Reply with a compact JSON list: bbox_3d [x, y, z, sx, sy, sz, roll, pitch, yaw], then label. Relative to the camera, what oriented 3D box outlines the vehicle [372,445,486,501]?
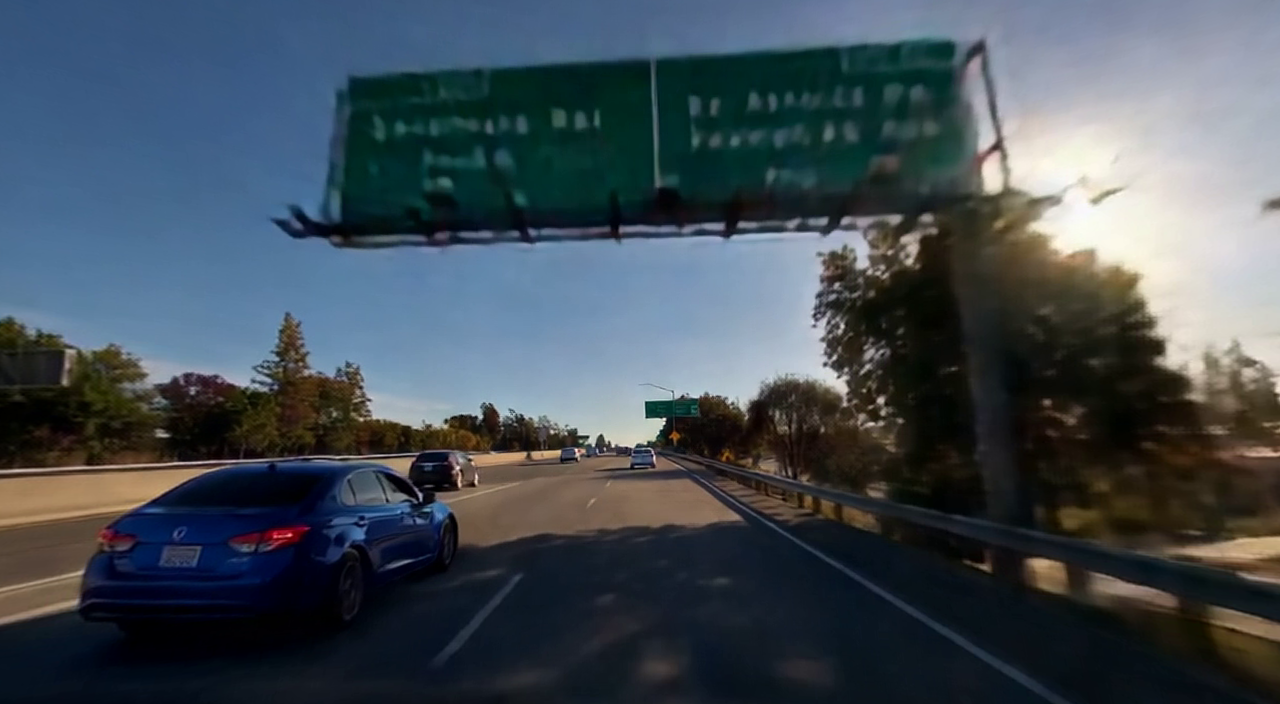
[{"bbox_3d":[-6.463,3.718,19.905,2.075,1.528,4.327,0,-8,0],"label":"vehicle"}]

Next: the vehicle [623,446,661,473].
[{"bbox_3d":[0.073,6.044,35.730,2.051,1.443,3.770,0,-8,-1],"label":"vehicle"}]
